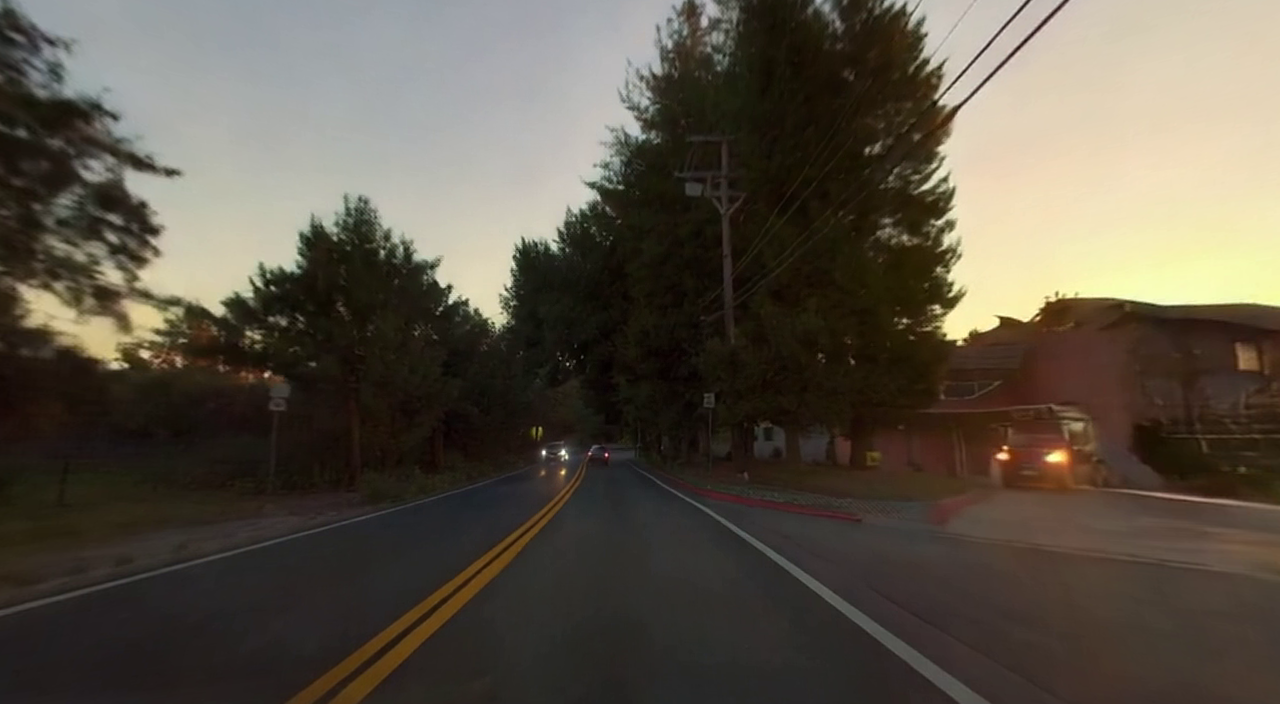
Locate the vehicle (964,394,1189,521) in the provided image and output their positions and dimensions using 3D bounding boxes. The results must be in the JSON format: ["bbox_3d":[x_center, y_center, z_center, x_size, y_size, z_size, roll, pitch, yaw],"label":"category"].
[{"bbox_3d":[13.394,3.257,19.514,5.297,3.064,2.935,9,-9,-15],"label":"vehicle"}]
